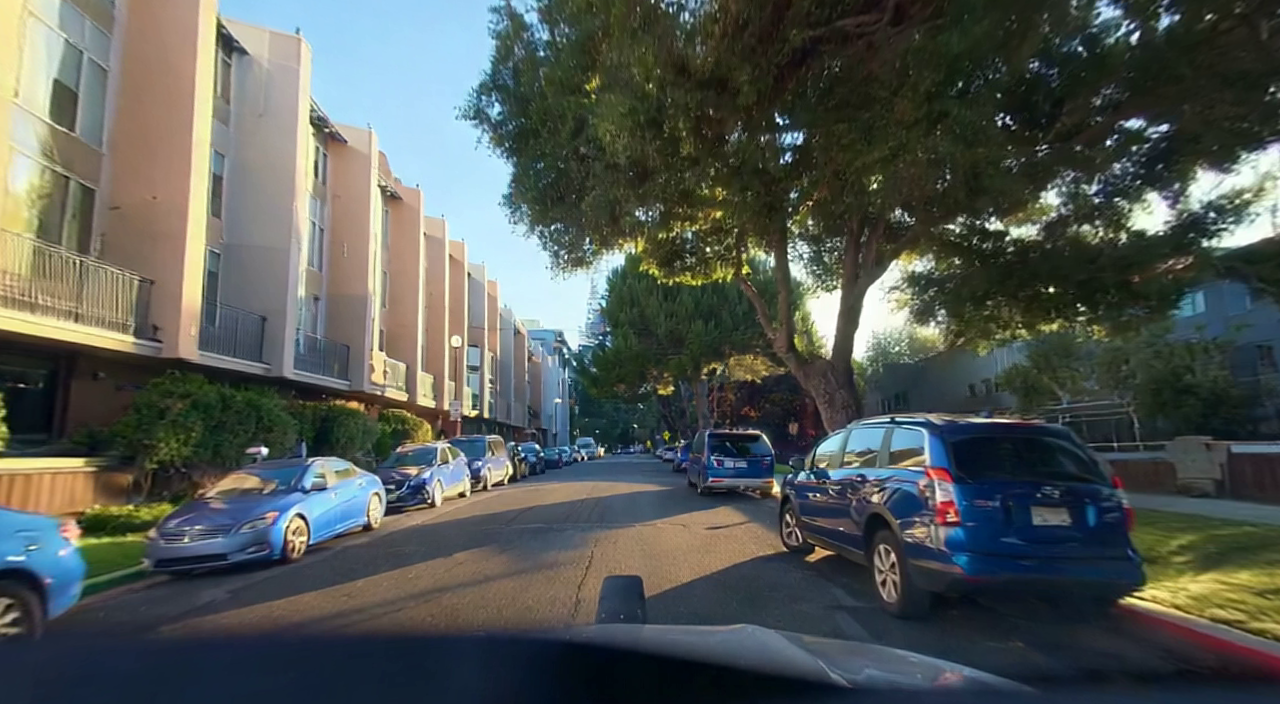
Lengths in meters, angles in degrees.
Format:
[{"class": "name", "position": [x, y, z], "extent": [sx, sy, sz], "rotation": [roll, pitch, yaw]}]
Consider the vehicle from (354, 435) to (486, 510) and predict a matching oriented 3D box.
[{"class": "vehicle", "position": [-5.690, 3.145, 17.052], "extent": [1.838, 1.725, 4.660], "rotation": [0, -8, 0]}]

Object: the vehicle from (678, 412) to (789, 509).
[{"class": "vehicle", "position": [2.555, 3.043, 18.865], "extent": [2.259, 2.119, 5.281], "rotation": [-1, -2, -3]}]

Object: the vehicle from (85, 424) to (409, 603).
[{"class": "vehicle", "position": [-5.677, 2.235, 10.147], "extent": [2.101, 1.646, 5.001], "rotation": [-2, -1, -1]}]

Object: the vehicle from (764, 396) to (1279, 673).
[{"class": "vehicle", "position": [2.824, 1.477, 6.452], "extent": [2.031, 1.655, 5.148], "rotation": [0, -8, 0]}]

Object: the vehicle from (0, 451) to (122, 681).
[{"class": "vehicle", "position": [-5.147, 1.208, 2.628], "extent": [2.014, 1.452, 4.721], "rotation": [-2, -8, 0]}]
